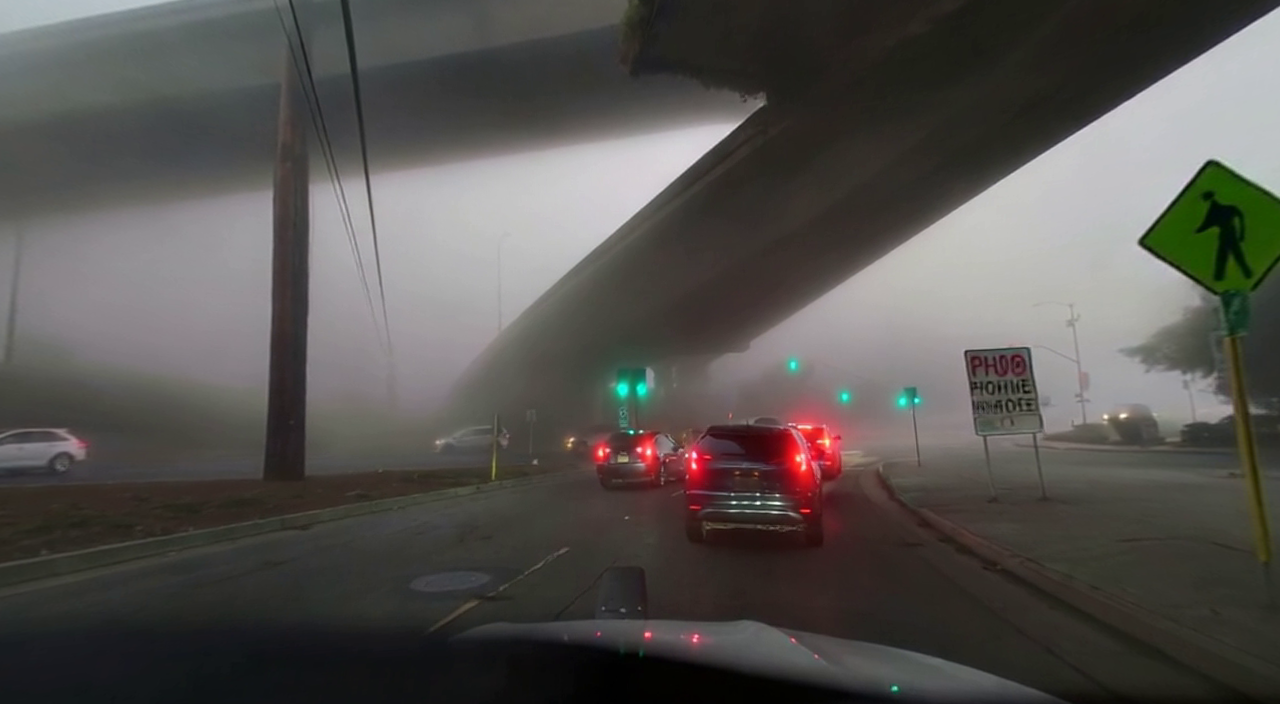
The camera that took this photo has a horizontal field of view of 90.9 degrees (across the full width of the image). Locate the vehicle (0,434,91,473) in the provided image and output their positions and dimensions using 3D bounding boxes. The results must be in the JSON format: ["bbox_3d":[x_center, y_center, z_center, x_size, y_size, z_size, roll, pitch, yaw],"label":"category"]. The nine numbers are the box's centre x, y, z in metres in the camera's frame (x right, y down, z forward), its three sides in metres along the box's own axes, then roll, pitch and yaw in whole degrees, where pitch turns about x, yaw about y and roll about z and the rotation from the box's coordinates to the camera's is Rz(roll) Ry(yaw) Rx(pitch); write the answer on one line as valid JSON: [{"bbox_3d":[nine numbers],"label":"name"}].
[{"bbox_3d":[-33.661,5.446,34.084,5.457,2.021,2.213,2,-9,-15],"label":"vehicle"}]

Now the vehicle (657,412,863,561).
[{"bbox_3d":[1.719,1.775,9.093,2.195,1.571,4.353,-2,-8,12],"label":"vehicle"}]

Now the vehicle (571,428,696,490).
[{"bbox_3d":[-0.004,3.021,18.221,2.214,1.519,4.704,-3,-9,18],"label":"vehicle"}]
